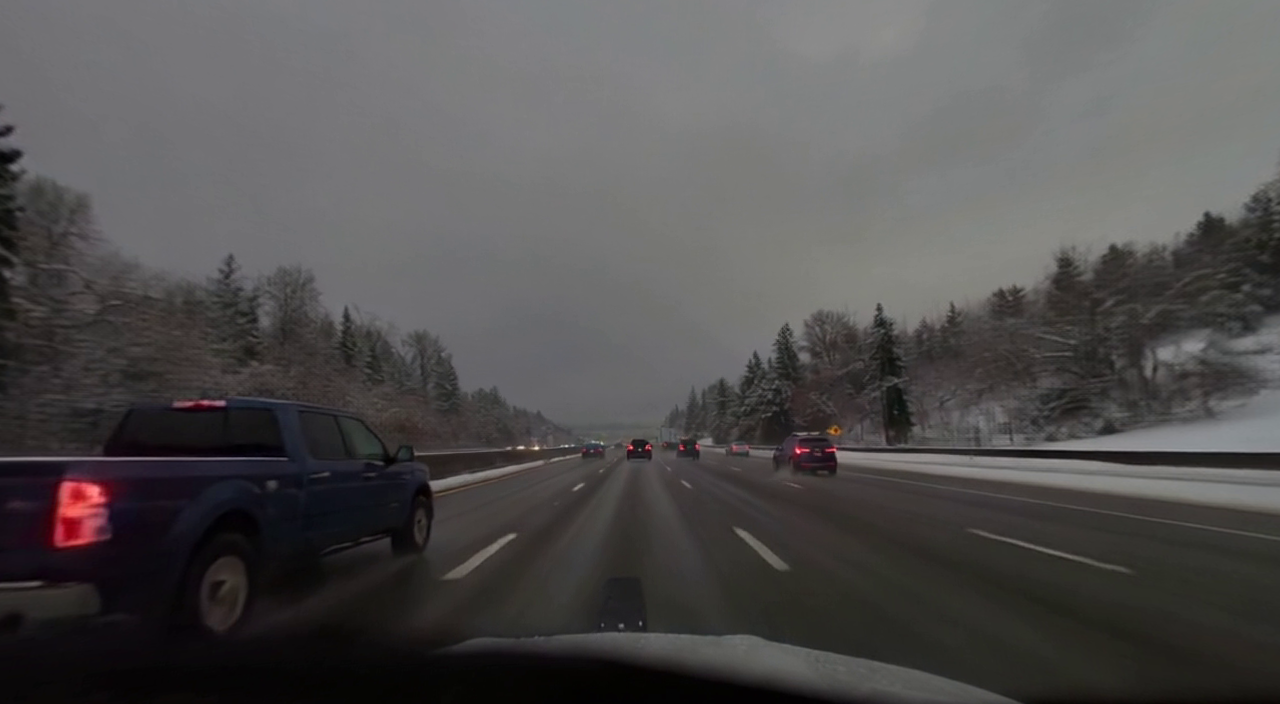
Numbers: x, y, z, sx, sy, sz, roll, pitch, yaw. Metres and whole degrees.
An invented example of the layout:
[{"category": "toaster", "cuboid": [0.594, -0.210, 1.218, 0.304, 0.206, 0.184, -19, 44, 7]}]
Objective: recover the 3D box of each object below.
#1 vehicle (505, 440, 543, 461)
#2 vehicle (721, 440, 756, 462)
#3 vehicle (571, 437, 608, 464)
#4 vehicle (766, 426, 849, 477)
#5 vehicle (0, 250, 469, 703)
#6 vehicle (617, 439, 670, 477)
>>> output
[{"category": "vehicle", "cuboid": [-9.092, 7.780, 49.878, 2.089, 1.532, 4.432, 0, -9, 1]}, {"category": "vehicle", "cuboid": [7.198, 7.259, 46.434, 1.894, 1.511, 4.148, 0, -9, -1]}, {"category": "vehicle", "cuboid": [-3.390, 6.719, 42.936, 2.140, 1.720, 4.410, 0, -9, 0]}, {"category": "vehicle", "cuboid": [6.939, 4.198, 26.807, 2.094, 1.916, 5.099, 0, -9, 0]}, {"category": "vehicle", "cuboid": [-3.421, 1.028, 4.794, 2.487, 1.979, 5.742, 0, -8, 2]}, {"category": "vehicle", "cuboid": [0.128, 4.471, 26.781, 2.071, 1.464, 4.162, 0, -9, 0]}]
